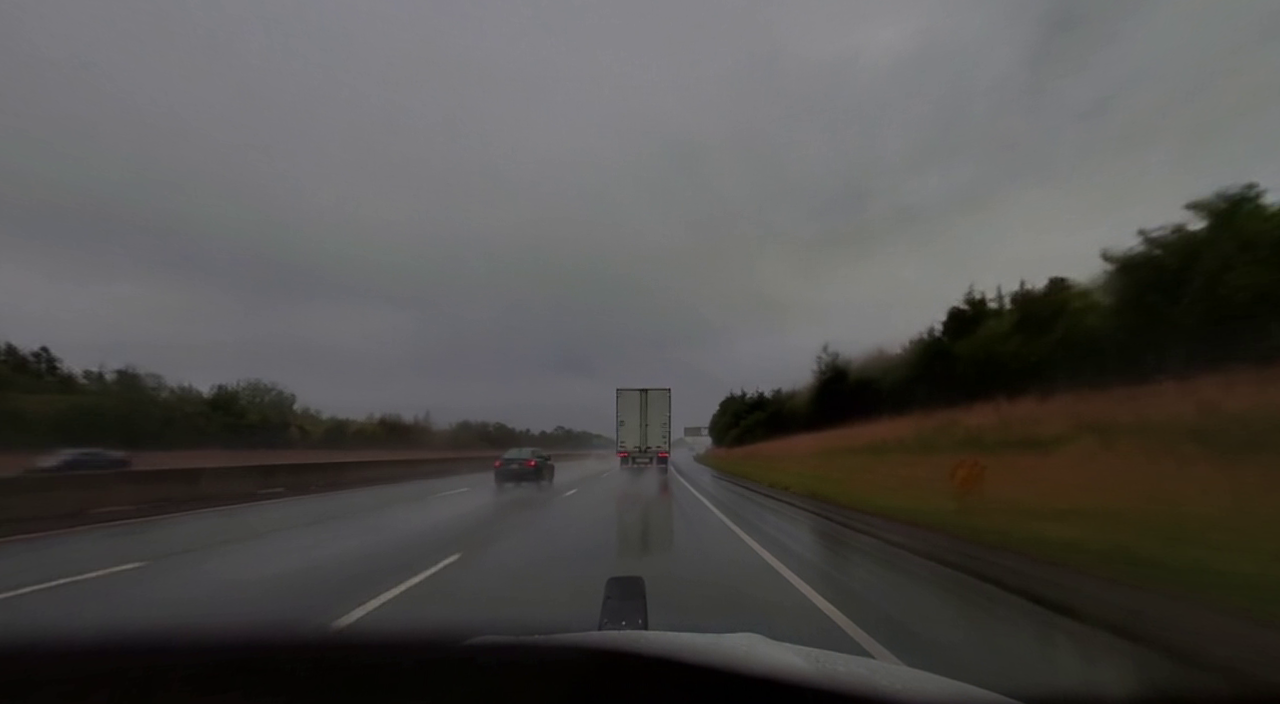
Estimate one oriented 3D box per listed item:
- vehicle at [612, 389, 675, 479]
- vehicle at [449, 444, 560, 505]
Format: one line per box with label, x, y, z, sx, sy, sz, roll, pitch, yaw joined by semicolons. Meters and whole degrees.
vehicle;0.254;4.886;36.527;2.851;4.098;14.436;-1;-9;1
vehicle;-3.634;3.383;17.853;2.092;1.465;4.448;0;-9;1
